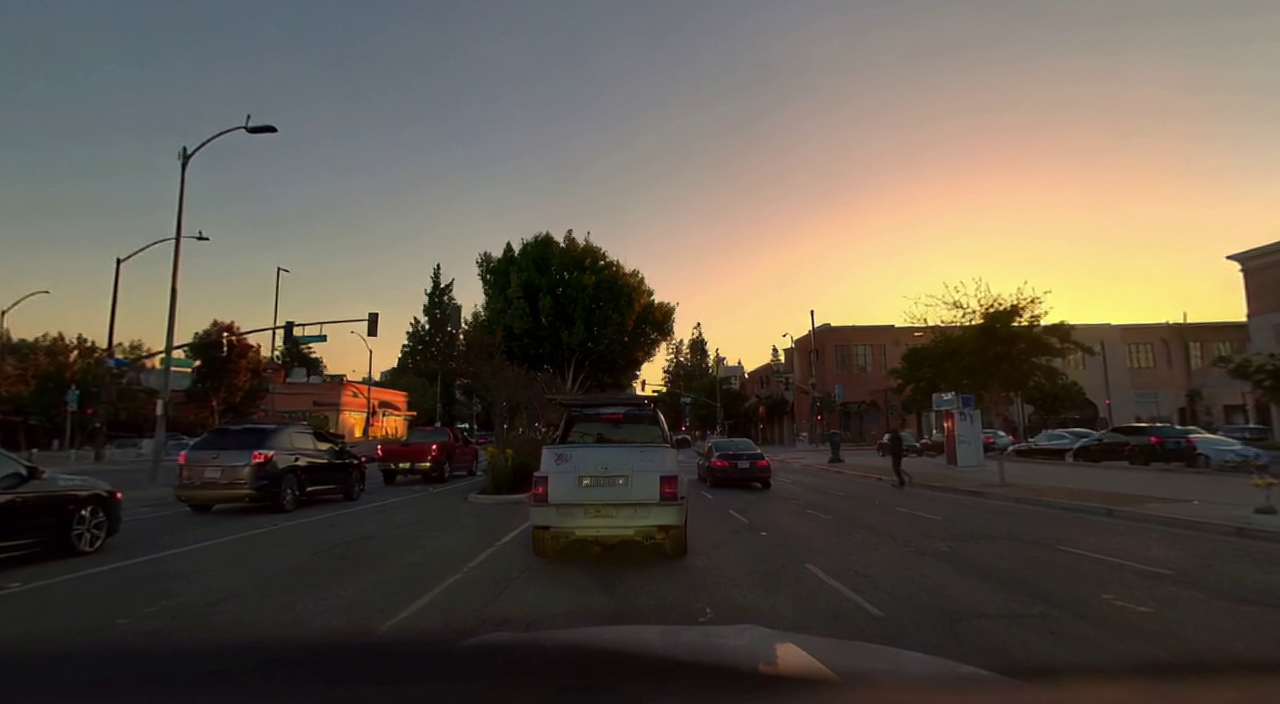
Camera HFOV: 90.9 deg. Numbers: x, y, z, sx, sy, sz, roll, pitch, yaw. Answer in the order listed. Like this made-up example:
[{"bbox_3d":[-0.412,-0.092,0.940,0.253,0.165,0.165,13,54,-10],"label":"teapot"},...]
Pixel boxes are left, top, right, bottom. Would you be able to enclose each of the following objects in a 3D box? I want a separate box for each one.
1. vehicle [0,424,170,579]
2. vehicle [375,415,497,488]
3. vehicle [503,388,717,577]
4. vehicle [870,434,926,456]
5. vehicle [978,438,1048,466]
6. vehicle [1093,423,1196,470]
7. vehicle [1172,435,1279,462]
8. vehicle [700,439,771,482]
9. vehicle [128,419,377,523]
[{"bbox_3d":[-6.964,1.400,5.848,1.831,1.451,4.382,0,-8,-1],"label":"vehicle"},{"bbox_3d":[-6.475,3.244,20.694,2.496,2.112,4.351,0,-8,0],"label":"vehicle"},{"bbox_3d":[-0.302,1.579,8.321,2.064,1.817,4.298,0,-8,0],"label":"vehicle"},{"bbox_3d":[20.114,7.224,49.071,4.361,1.653,2.034,6,-10,-36],"label":"vehicle"},{"bbox_3d":[20.118,5.348,33.962,3.836,1.443,1.694,5,-10,-35],"label":"vehicle"},{"bbox_3d":[19.264,3.588,24.033,4.156,1.622,1.924,6,-10,-36],"label":"vehicle"},{"bbox_3d":[29.687,4.863,31.720,4.176,1.313,1.719,0,-8,2],"label":"vehicle"},{"bbox_3d":[3.439,3.994,23.543,2.023,1.441,4.240,0,-8,1],"label":"vehicle"},{"bbox_3d":[-7.157,2.236,12.385,1.941,1.655,4.503,0,-8,1],"label":"vehicle"}]
